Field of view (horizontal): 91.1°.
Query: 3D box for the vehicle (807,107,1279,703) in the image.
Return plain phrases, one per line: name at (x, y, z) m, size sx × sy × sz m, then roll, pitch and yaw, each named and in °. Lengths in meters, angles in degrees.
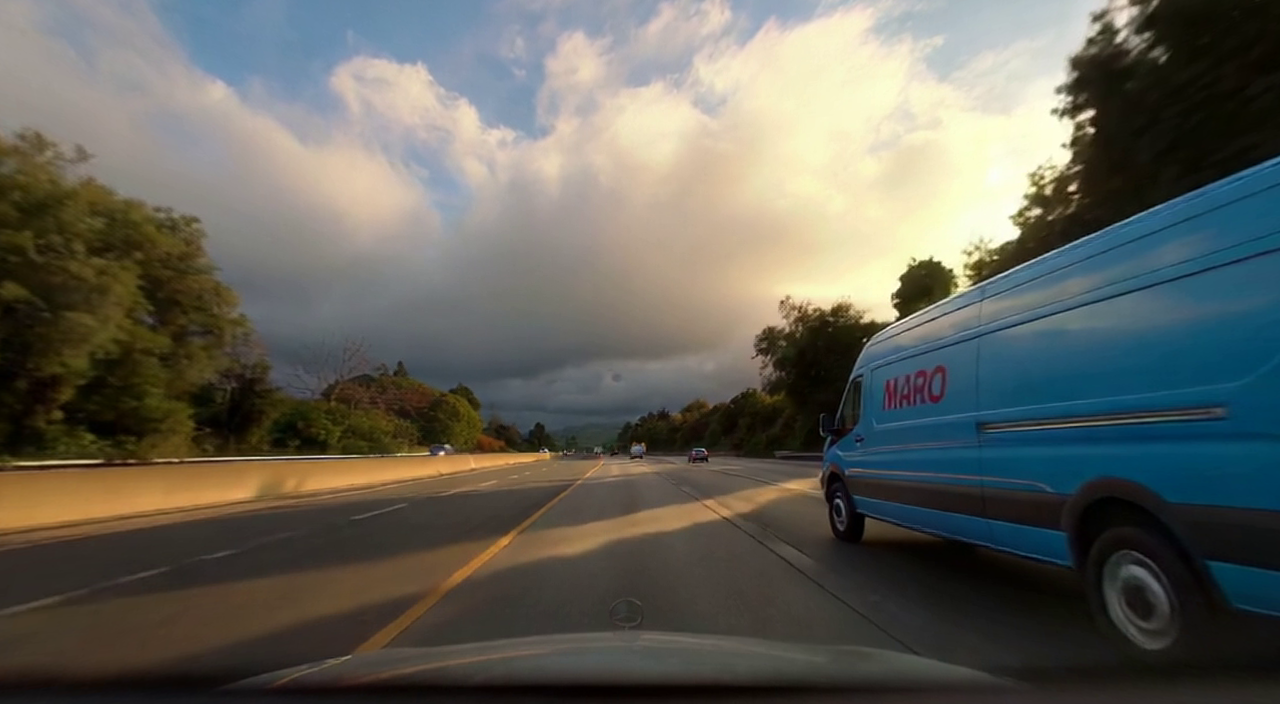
vehicle at (3.625, 0.782, 5.059) m, size 2.355 × 2.664 × 7.367 m, roll 0°, pitch -9°, yaw -1°
